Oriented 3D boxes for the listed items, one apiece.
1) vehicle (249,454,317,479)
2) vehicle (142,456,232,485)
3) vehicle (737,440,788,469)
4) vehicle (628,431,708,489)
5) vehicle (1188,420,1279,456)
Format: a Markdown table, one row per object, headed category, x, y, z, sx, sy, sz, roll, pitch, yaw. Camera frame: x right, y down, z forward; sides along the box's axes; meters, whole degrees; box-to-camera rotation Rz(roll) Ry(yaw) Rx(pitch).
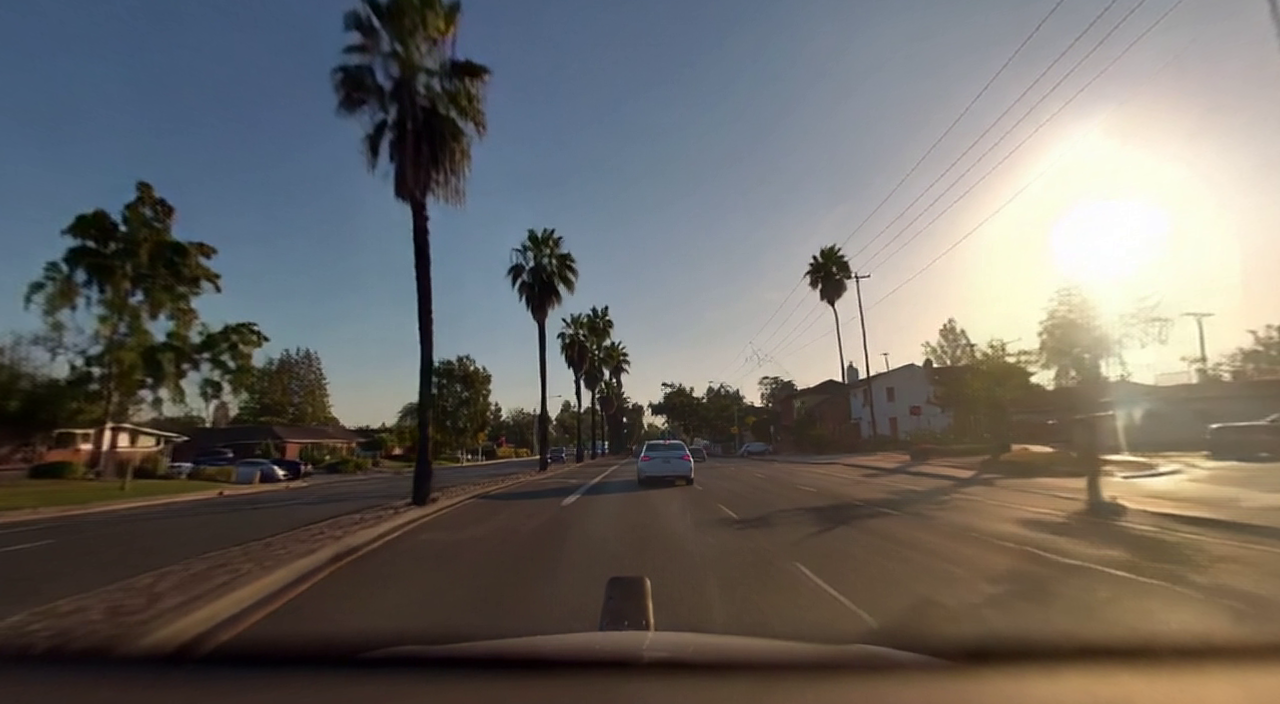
| category | x | y | z | sx | sy | sz | roll | pitch | yaw |
| --- | --- | --- | --- | --- | --- | --- | --- | --- | --- |
| vehicle | -23.402 | 7.518 | 41.486 | 1.834 | 1.499 | 4.346 | 0 | -9 | 1 |
| vehicle | -26.399 | 6.898 | 36.932 | 1.813 | 1.452 | 4.619 | 0 | -8 | 0 |
| vehicle | 6.643 | 5.605 | 34.668 | 1.897 | 1.477 | 4.360 | 0 | -8 | -1 |
| vehicle | 0.777 | 3.460 | 20.506 | 2.289 | 1.679 | 4.180 | 0 | -8 | -1 |
| vehicle | 27.594 | 3.905 | 28.386 | 1.781 | 1.520 | 3.979 | 2 | -9 | -13 |
